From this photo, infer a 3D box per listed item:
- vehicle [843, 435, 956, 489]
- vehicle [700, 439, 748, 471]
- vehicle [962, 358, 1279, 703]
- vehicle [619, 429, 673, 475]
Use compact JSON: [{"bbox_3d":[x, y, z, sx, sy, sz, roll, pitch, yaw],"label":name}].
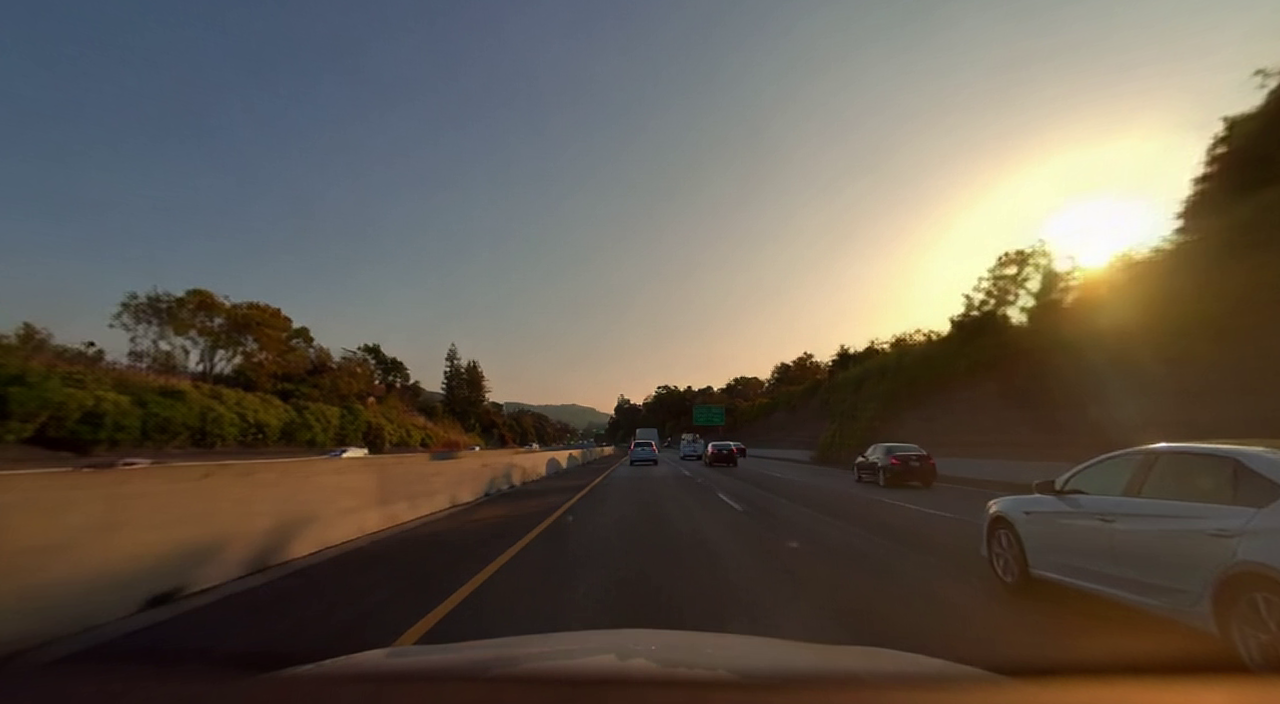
[{"bbox_3d":[8.087,3.459,20.146,1.810,1.516,4.183,0,-8,0],"label":"vehicle"},{"bbox_3d":[4.204,5.190,32.104,1.825,1.487,4.034,0,-8,-1],"label":"vehicle"},{"bbox_3d":[3.734,0.916,3.085,2.003,1.661,4.418,-1,-8,1],"label":"vehicle"},{"bbox_3d":[0.224,4.335,27.562,2.189,1.852,4.038,0,-8,0],"label":"vehicle"}]
